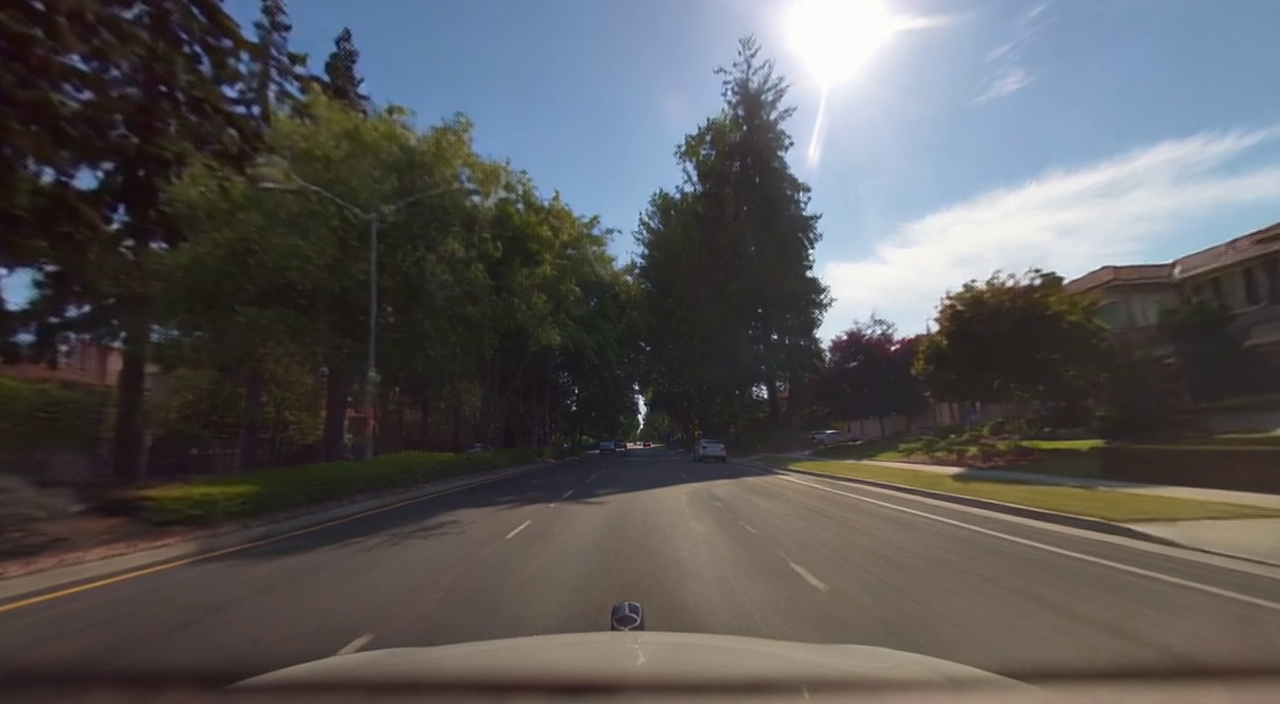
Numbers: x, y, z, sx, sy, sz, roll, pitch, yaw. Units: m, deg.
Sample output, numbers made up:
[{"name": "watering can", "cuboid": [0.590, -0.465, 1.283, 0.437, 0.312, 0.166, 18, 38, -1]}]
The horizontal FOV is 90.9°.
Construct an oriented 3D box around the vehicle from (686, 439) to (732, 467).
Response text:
[{"name": "vehicle", "cuboid": [4.127, 6.151, 38.679, 2.237, 1.578, 4.621, 0, -8, -1]}]
